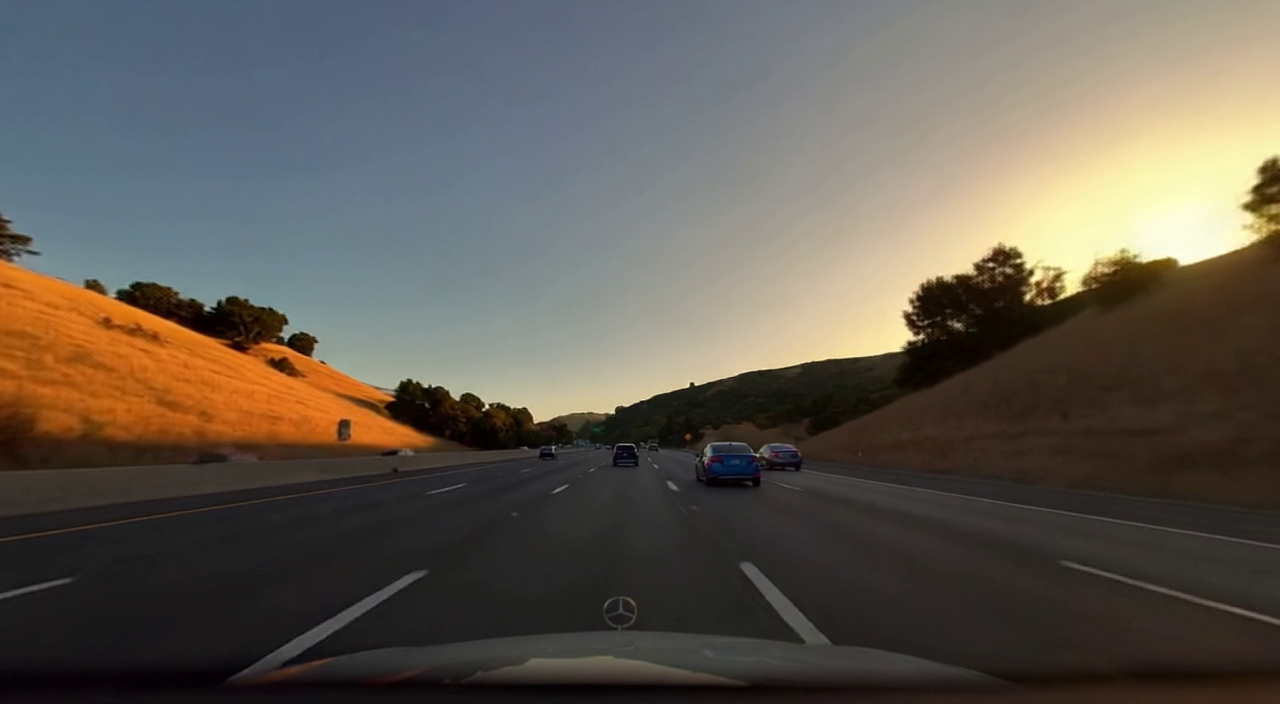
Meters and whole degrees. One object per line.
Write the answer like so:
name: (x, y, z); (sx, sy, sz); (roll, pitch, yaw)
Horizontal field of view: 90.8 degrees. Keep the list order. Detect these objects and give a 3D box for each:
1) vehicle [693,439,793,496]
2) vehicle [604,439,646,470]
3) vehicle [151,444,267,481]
vehicle: (2.959, 3.442, 19.307); (2.120, 1.492, 4.734); (0, -8, -2)
vehicle: (-0.831, 5.944, 36.651); (2.277, 1.675, 4.023); (0, -8, 0)
vehicle: (-22.626, 5.786, 33.536); (2.492, 1.756, 5.166); (0, -8, 0)
